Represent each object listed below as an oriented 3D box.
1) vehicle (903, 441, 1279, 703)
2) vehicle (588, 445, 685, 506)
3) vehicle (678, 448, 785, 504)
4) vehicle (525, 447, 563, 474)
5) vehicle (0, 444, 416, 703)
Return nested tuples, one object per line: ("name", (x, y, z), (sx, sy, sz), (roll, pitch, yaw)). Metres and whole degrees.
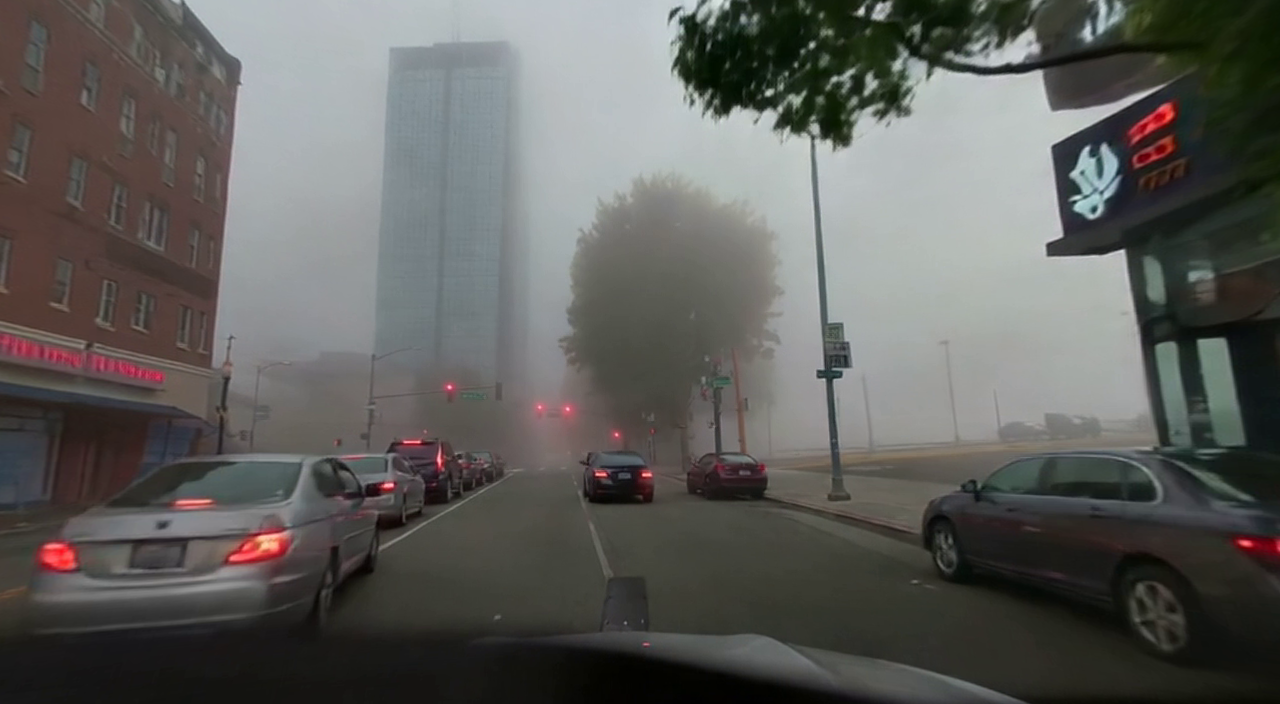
("vehicle", (4.208, 1.561, 5.360), (1.986, 1.555, 3.879), (1, -9, -5))
("vehicle", (-0.263, 3.337, 17.592), (2.150, 1.464, 4.467), (1, -9, -8))
("vehicle", (2.609, 3.677, 19.241), (1.956, 1.446, 4.537), (1, -9, -9))
("vehicle", (-5.707, 6.437, 37.627), (2.102, 1.521, 4.078), (1, -9, -8))
("vehicle", (-3.330, 1.516, 5.389), (2.169, 1.427, 4.531), (2, -9, -14))
